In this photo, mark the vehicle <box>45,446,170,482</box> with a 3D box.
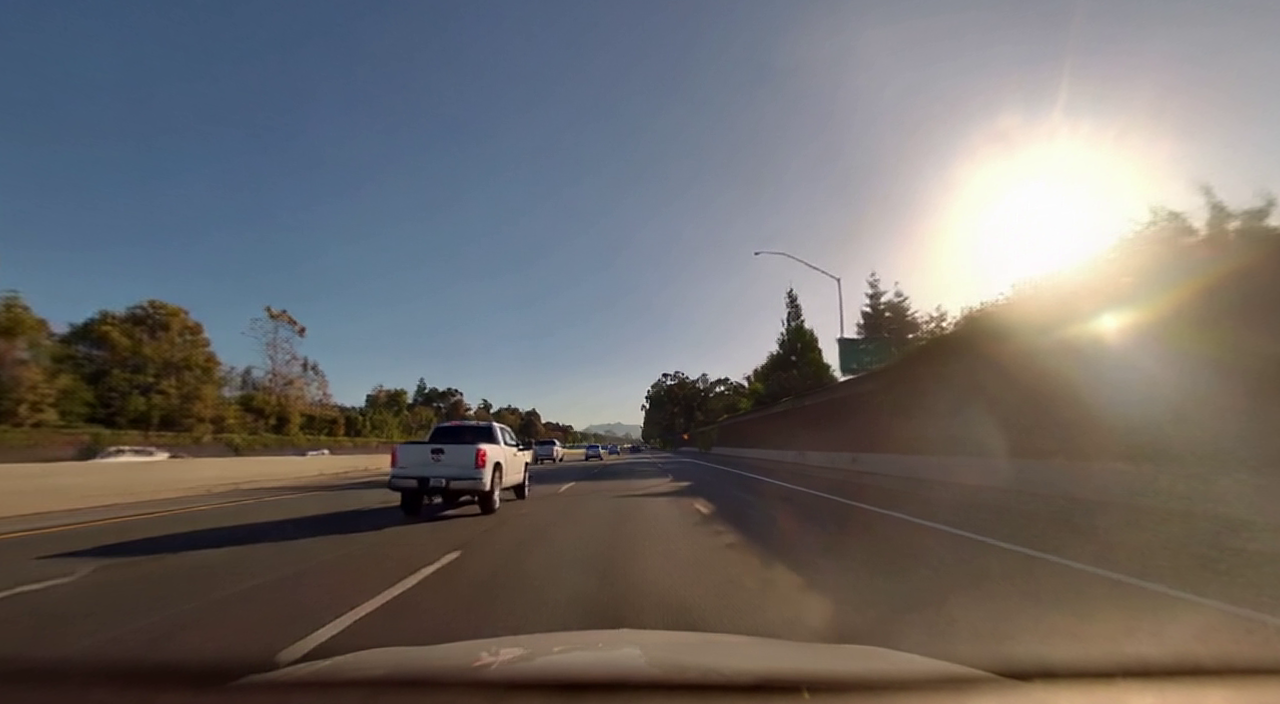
[{"bbox_3d":[-25.646,5.371,30.628,1.930,1.587,4.711,0,-8,0],"label":"vehicle"}]

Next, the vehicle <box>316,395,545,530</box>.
[{"bbox_3d":[-3.859,2.242,13.370,2.604,2.170,6.271,0,-8,1],"label":"vehicle"}]
